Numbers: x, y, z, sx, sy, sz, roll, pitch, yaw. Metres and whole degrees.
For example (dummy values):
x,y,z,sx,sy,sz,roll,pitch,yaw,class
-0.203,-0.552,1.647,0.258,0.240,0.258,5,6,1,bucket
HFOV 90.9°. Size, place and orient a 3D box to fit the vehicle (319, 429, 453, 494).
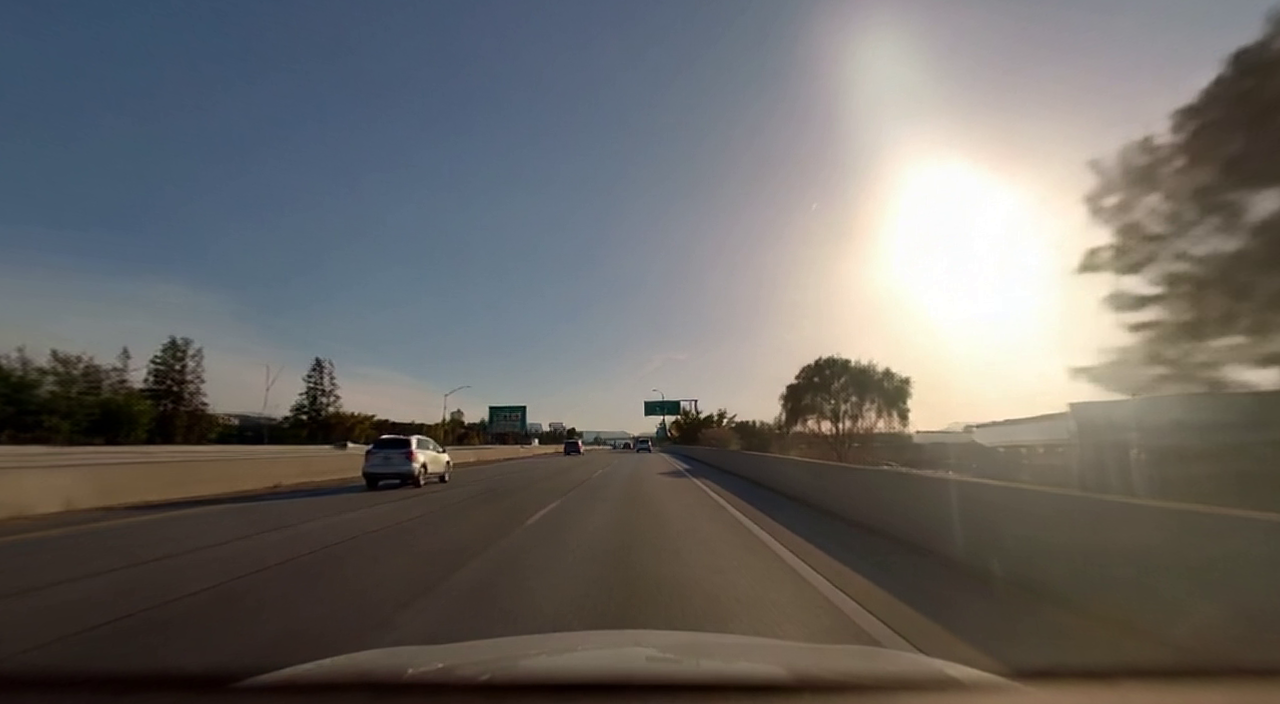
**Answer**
x,y,z,sx,sy,sz,roll,pitch,yaw,class
-7.287,3.171,18.711,2.088,1.678,4.426,0,-8,1,vehicle
